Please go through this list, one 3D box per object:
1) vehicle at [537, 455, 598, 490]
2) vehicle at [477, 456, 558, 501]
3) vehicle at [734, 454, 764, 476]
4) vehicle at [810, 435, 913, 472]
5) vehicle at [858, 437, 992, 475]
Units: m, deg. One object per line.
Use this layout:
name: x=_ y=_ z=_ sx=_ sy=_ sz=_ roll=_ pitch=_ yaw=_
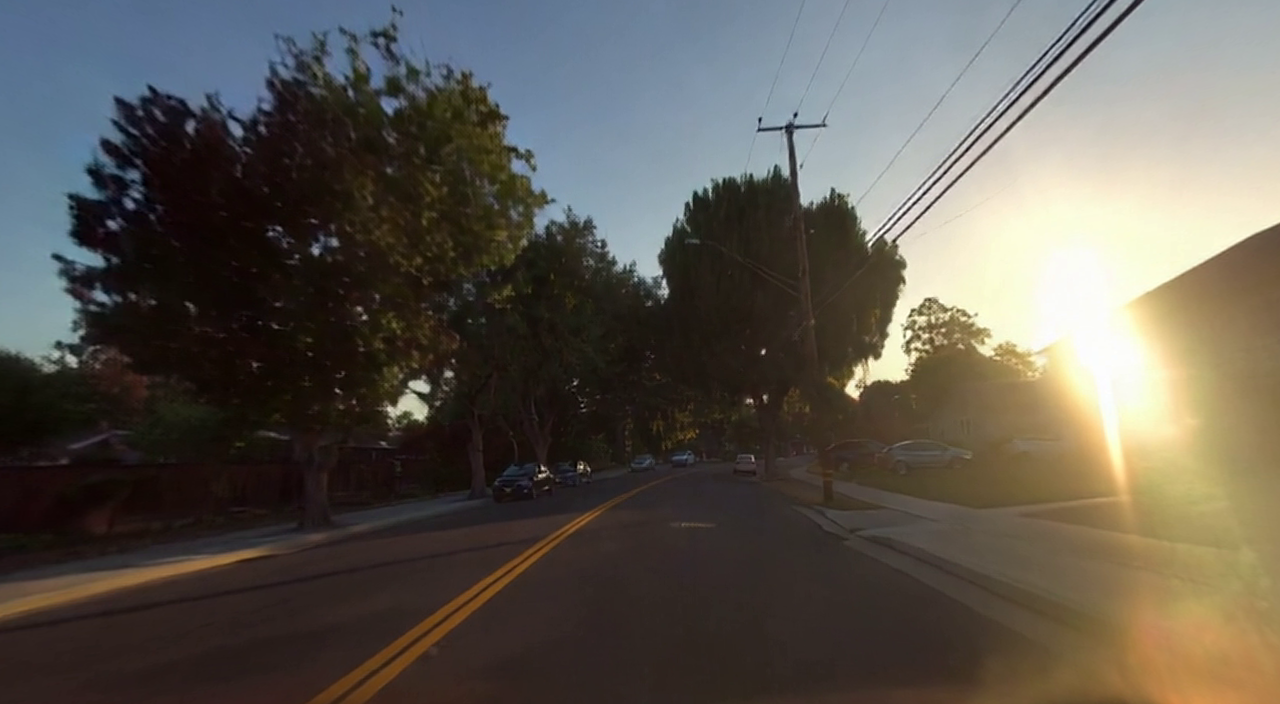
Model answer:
vehicle: x=-3.548 y=6.129 z=31.817 sx=1.972 sy=1.536 sz=4.347 roll=-2 pitch=-14 yaw=8
vehicle: x=-4.646 y=5.011 z=24.652 sx=1.886 sy=1.494 sz=4.149 roll=-2 pitch=-14 yaw=7
vehicle: x=7.767 y=8.022 z=45.006 sx=1.972 sy=1.460 sz=4.137 roll=-2 pitch=-9 yaw=10
vehicle: x=12.020 y=5.558 z=34.624 sx=5.009 sy=1.906 sz=2.046 roll=-2 pitch=-9 yaw=12
vehicle: x=12.071 y=4.448 z=27.007 sx=4.744 sy=1.507 sz=1.953 roll=-1 pitch=-9 yaw=3
